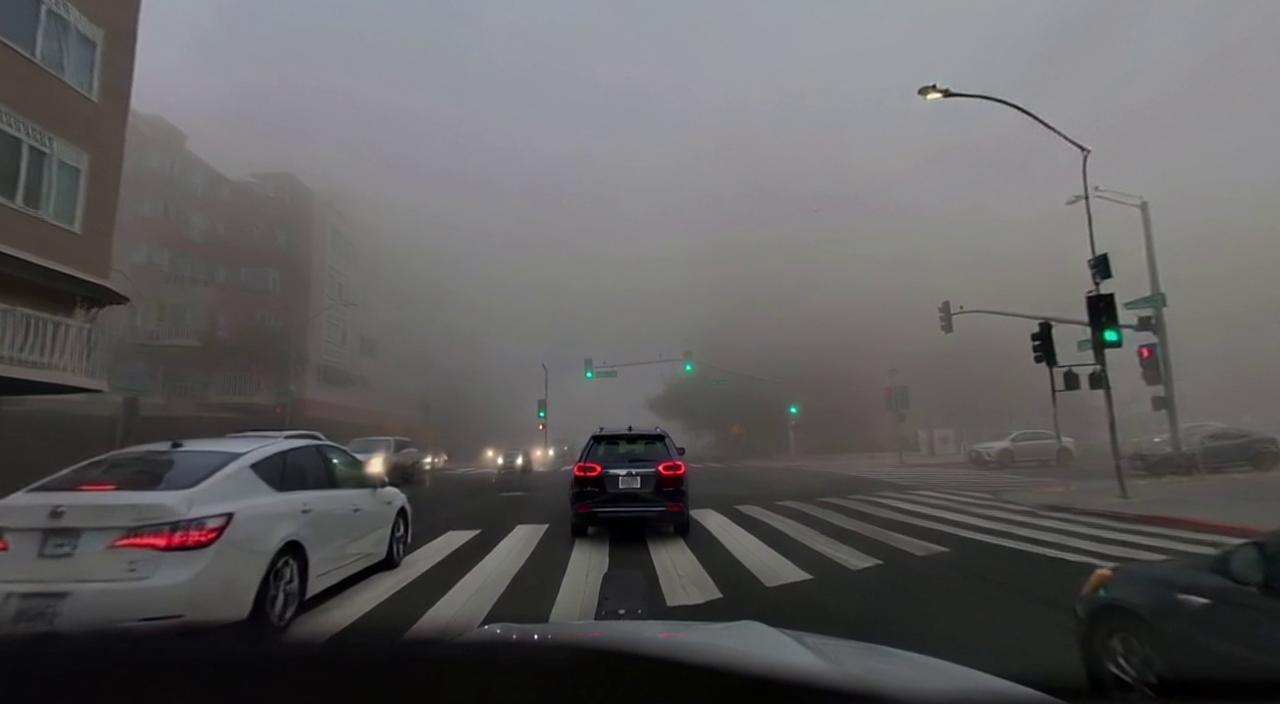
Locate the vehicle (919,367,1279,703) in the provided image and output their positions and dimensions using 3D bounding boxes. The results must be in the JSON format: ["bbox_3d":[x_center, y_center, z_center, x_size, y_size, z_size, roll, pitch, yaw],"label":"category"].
[{"bbox_3d":[3.160,0.948,2.792,1.906,1.608,4.137,0,-8,-1],"label":"vehicle"}]

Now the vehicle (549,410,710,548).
[{"bbox_3d":[-0.156,2.138,11.403,2.206,1.858,5.332,0,-8,0],"label":"vehicle"}]

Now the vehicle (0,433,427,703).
[{"bbox_3d":[-3.758,1.532,5.695,2.055,1.488,4.733,0,-8,0],"label":"vehicle"}]
